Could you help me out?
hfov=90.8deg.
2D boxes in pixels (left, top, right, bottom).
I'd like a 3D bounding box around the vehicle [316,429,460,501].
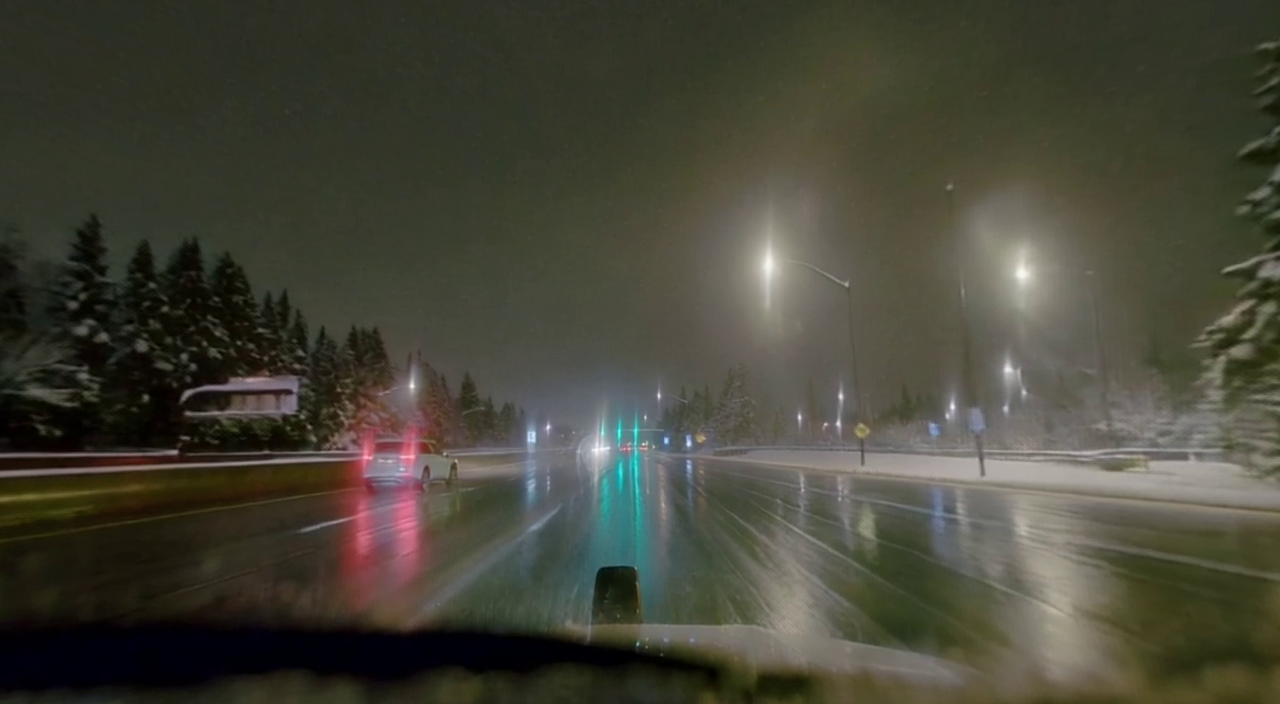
[{"bbox_3d":[-7.154,3.264,18.658,2.231,1.807,4.758,0,-9,1],"label":"vehicle"}]
